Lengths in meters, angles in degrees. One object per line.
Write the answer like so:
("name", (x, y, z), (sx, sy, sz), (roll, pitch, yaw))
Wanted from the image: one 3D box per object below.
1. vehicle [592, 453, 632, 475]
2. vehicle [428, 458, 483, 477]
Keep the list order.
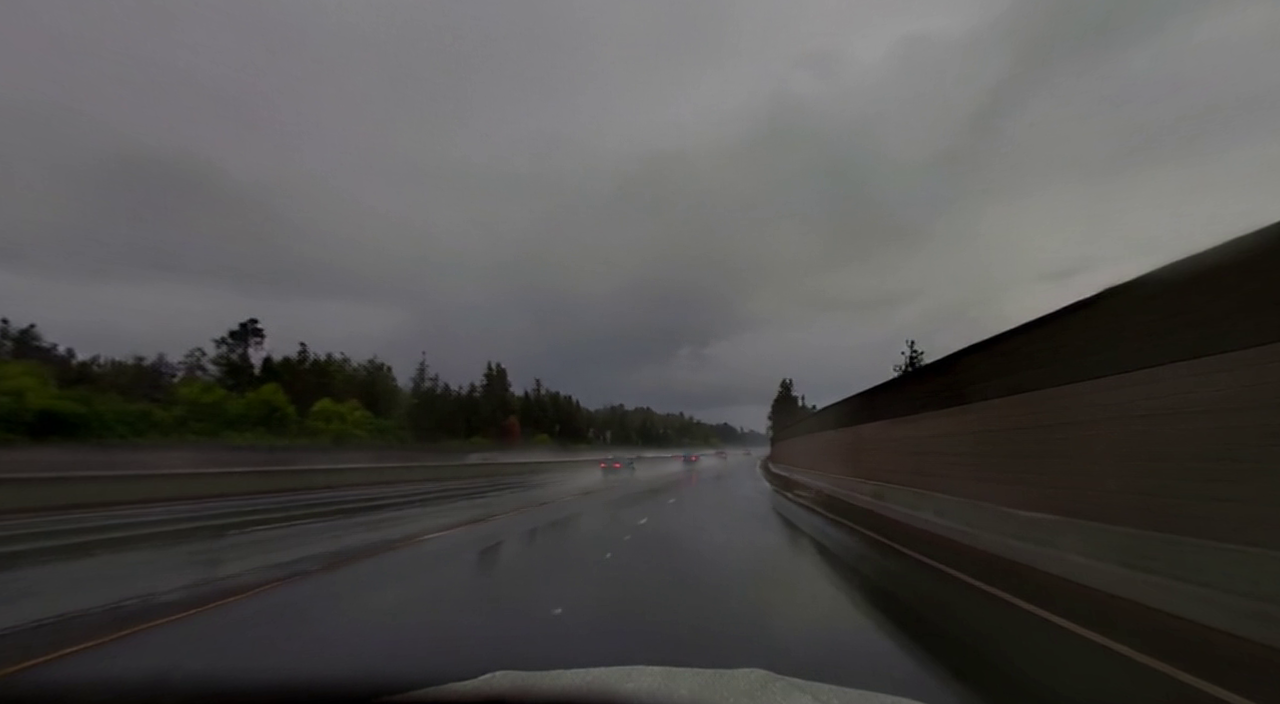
("vehicle", (-1.967, 8.104, 45.698), (1.699, 1.461, 4.924), (-2, -9, 12))
("vehicle", (-13.250, 8.339, 45.622), (1.793, 1.238, 4.760), (-2, -9, 11))
